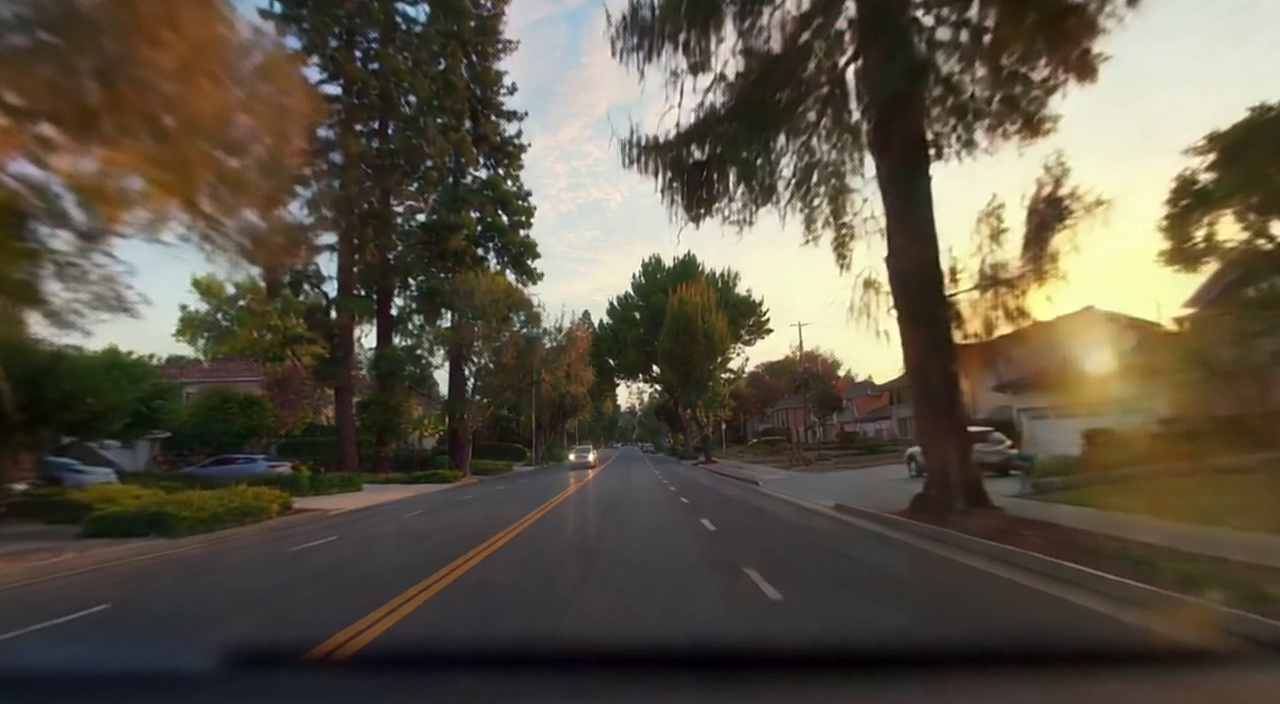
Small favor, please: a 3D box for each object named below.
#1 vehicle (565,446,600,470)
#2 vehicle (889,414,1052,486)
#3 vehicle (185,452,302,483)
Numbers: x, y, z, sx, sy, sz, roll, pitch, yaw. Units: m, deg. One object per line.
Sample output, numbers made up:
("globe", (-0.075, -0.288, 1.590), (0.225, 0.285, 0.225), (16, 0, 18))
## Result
("vehicle", (-4.157, 7.786, 46.587), (2.208, 1.663, 4.326), (0, -9, 0))
("vehicle", (10.677, 3.257, 21.131), (2.305, 2.041, 5.711), (0, -9, 0))
("vehicle", (-19.707, 5.750, 31.529), (4.459, 1.432, 1.979), (0, -9, -1))
